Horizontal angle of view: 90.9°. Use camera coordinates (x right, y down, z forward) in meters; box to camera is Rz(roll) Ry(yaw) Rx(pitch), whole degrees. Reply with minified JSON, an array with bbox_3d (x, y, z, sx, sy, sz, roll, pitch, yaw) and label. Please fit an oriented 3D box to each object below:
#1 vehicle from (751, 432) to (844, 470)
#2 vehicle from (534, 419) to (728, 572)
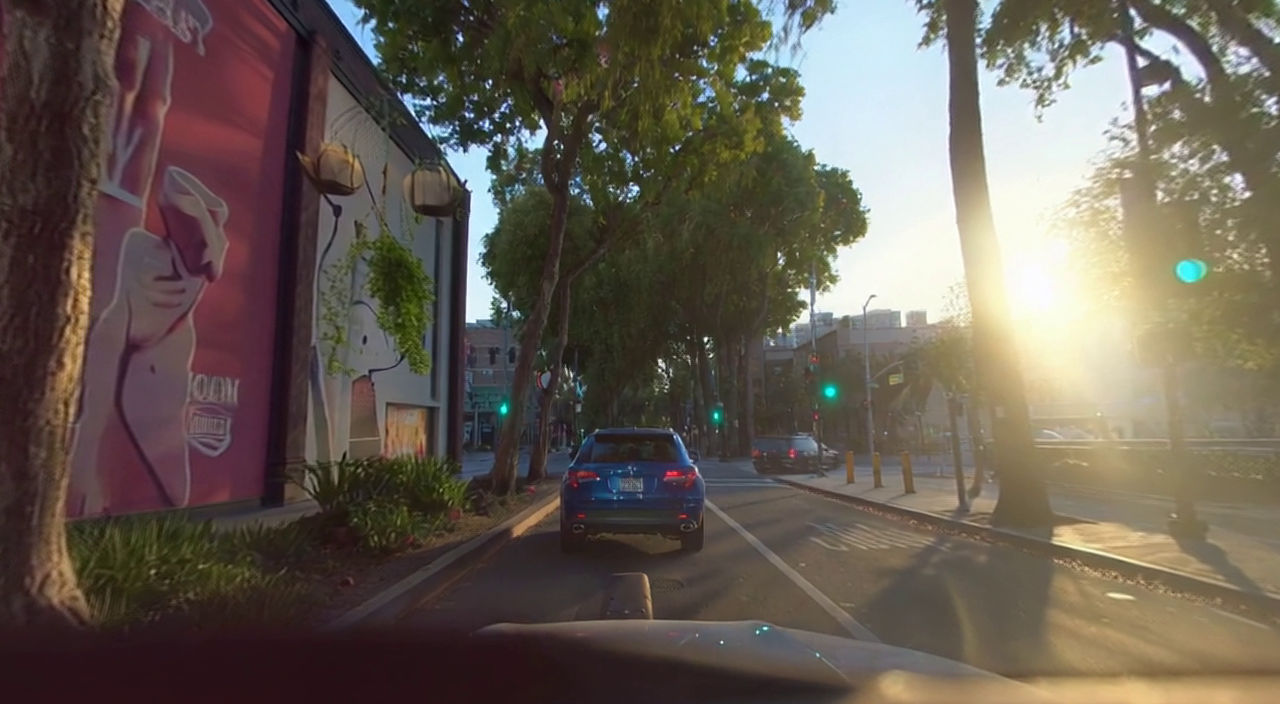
[{"bbox_3d":[9.464,5.877,37.623,5.513,2.063,2.448,6,-11,-37],"label":"vehicle"},{"bbox_3d":[-0.113,1.831,8.777,2.079,1.621,3.861,0,-8,0],"label":"vehicle"}]
